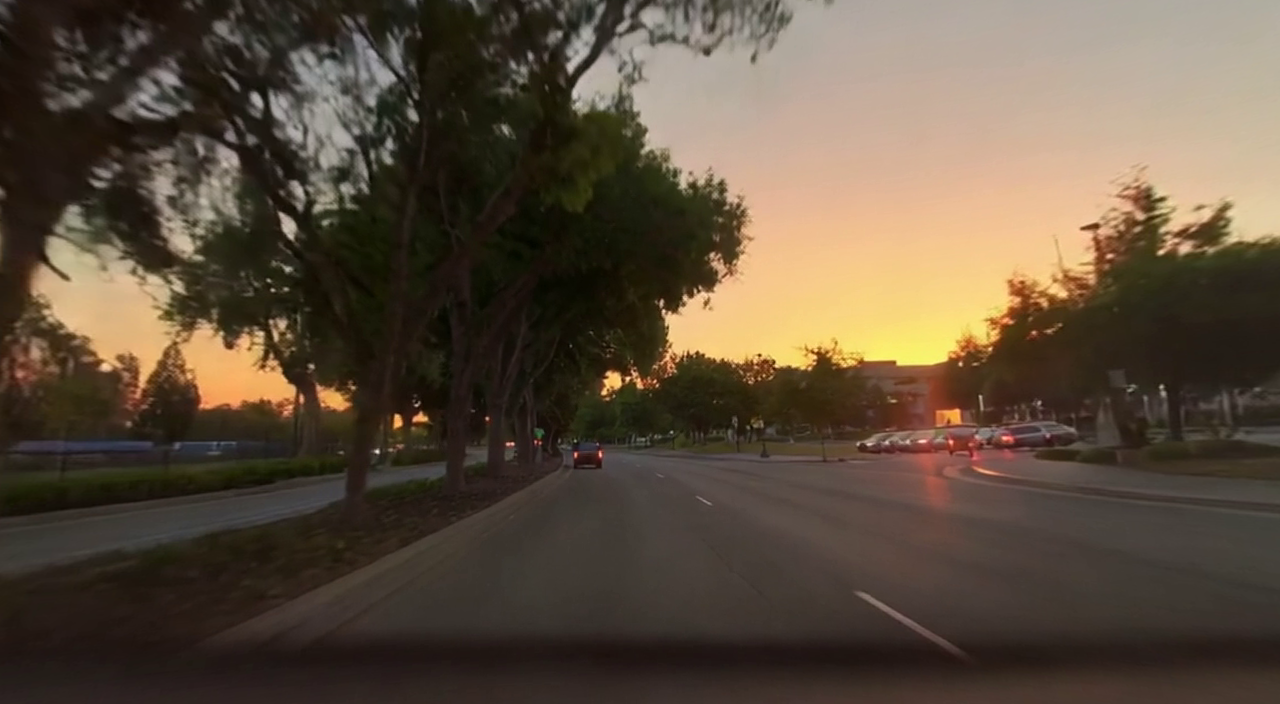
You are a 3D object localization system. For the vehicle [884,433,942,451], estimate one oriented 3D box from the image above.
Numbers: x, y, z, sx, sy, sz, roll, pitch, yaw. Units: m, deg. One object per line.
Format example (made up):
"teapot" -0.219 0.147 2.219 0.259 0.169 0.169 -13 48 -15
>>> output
"vehicle" 21.475 7.112 49.741 3.753 1.409 1.648 1 -9 -5
